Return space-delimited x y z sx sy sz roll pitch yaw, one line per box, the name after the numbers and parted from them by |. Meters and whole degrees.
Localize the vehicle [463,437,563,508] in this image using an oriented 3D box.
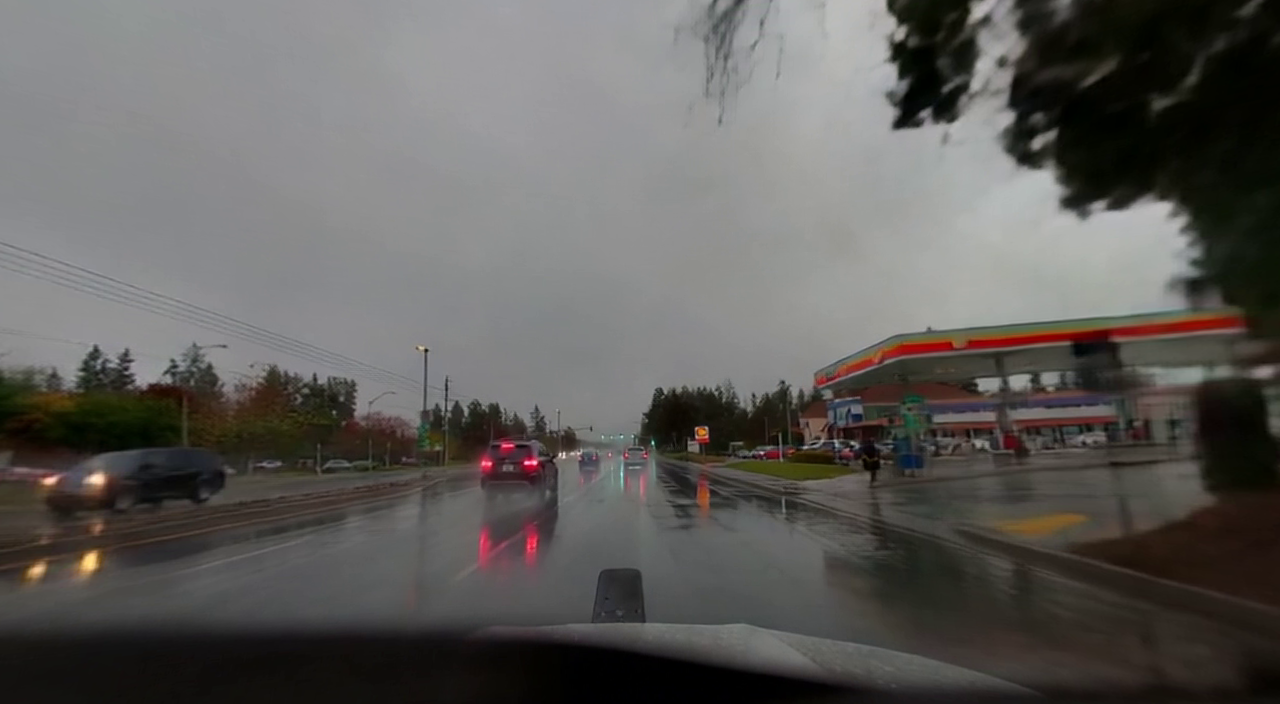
-3.548 3.461 18.580 1.985 1.772 4.479 -1 -9 0 | vehicle

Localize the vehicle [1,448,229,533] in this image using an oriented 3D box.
-11.780 3.079 14.654 1.893 1.622 4.161 0 -9 -4 | vehicle
